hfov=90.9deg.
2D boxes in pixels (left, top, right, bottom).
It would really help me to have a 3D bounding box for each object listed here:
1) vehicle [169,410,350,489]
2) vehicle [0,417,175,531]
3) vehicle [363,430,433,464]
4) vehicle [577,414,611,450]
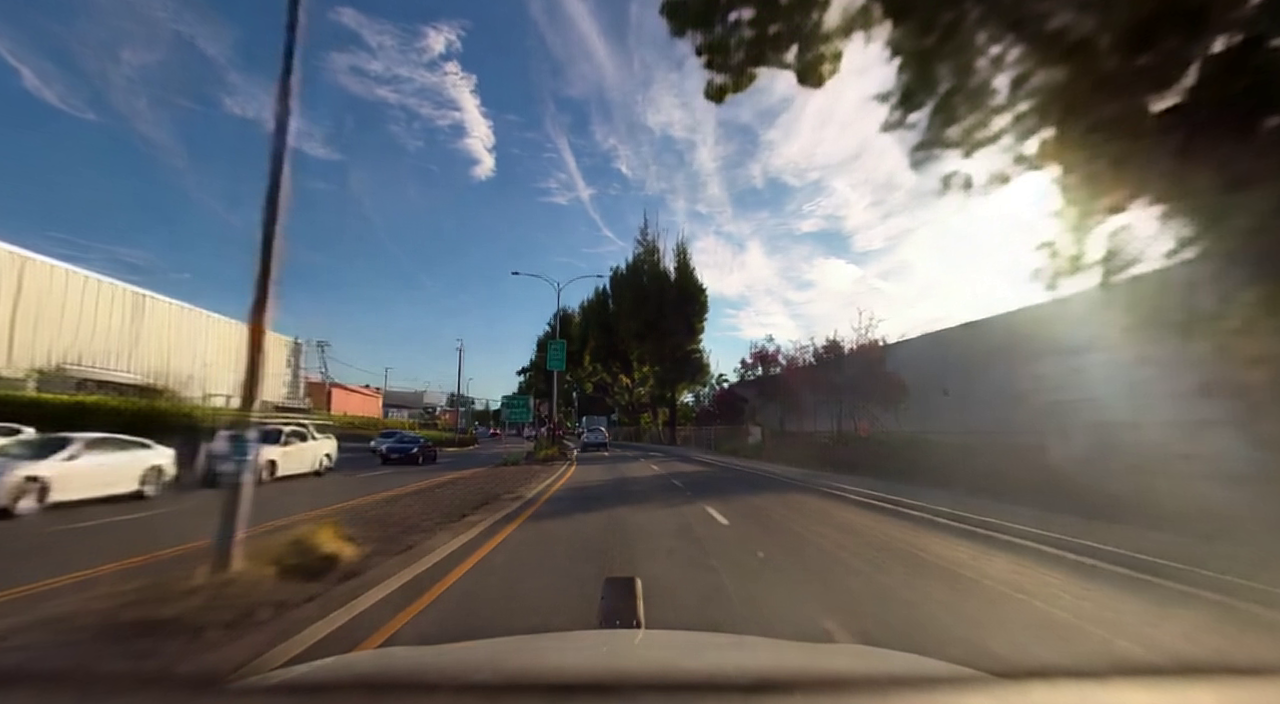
[{"bbox_3d":[-10.587,2.747,18.182,2.198,1.916,5.296,1,-8,-4],"label":"vehicle"},{"bbox_3d":[-10.114,1.916,10.345,1.926,1.610,4.079,0,-8,-2],"label":"vehicle"},{"bbox_3d":[-11.386,4.483,29.914,1.897,1.515,3.986,1,-8,-3],"label":"vehicle"},{"bbox_3d":[-3.697,6.311,49.591,2.276,2.706,5.232,1,-8,-9],"label":"vehicle"}]
